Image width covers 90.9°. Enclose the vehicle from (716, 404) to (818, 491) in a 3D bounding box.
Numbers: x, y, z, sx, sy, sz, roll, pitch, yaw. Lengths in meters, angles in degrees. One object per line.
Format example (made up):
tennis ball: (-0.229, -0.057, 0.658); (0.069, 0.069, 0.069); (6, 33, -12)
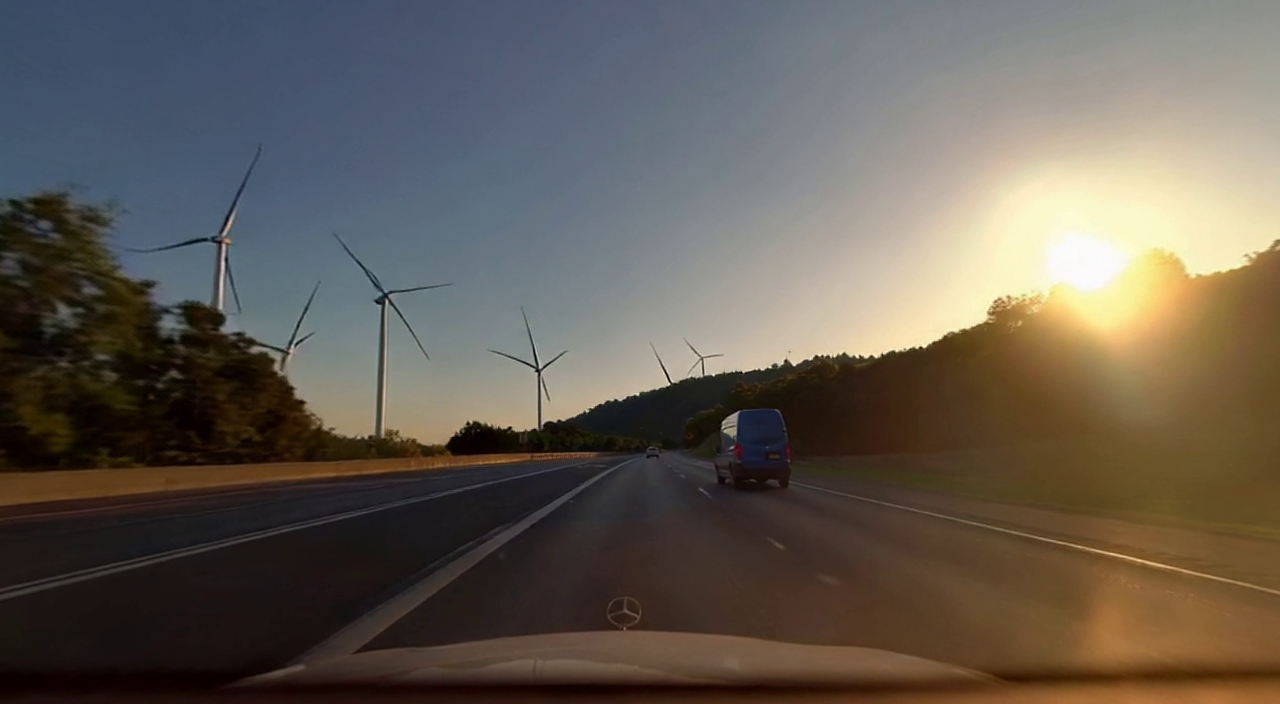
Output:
vehicle: (4.363, 3.449, 22.799); (2.437, 2.735, 5.507); (0, -9, -1)
